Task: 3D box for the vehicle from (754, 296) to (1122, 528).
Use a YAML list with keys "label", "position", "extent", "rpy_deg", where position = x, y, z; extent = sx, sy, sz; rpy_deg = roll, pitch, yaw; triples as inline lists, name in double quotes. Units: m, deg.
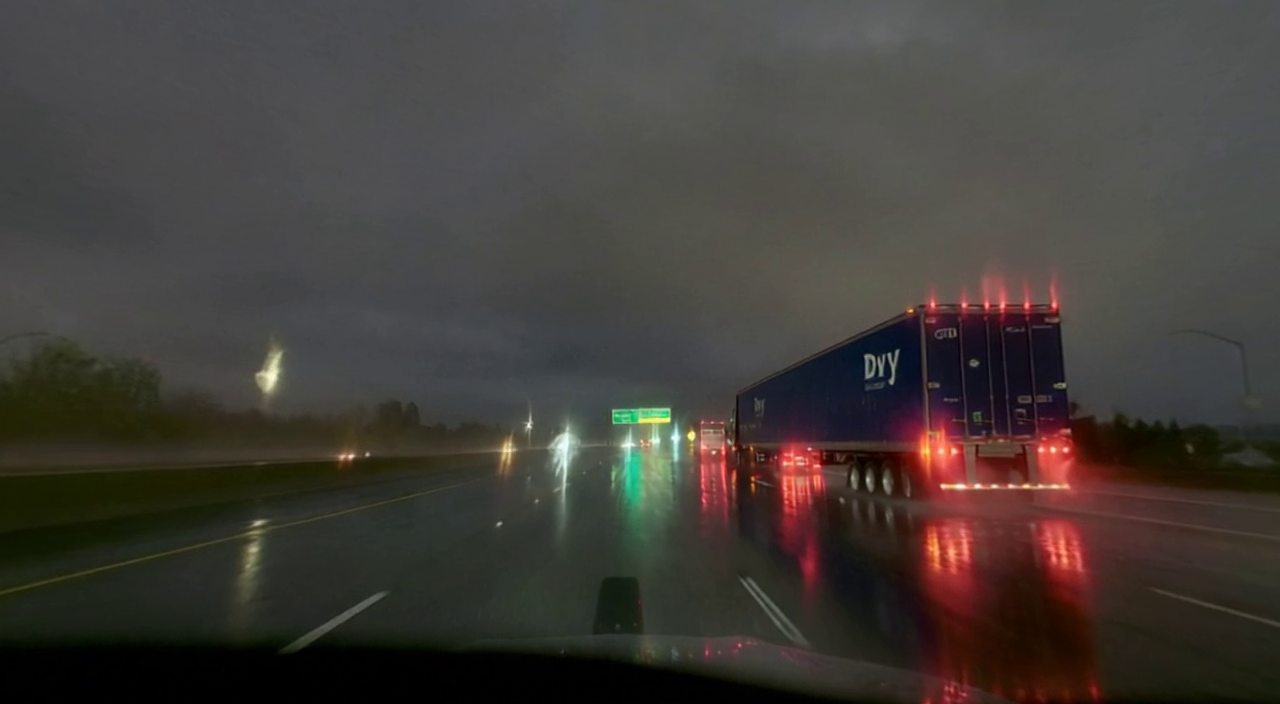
- label: "vehicle"
  position: [6.448, 2.142, 18.819]
  extent: [2.962, 3.947, 16.241]
  rpy_deg: [0, -8, -1]
